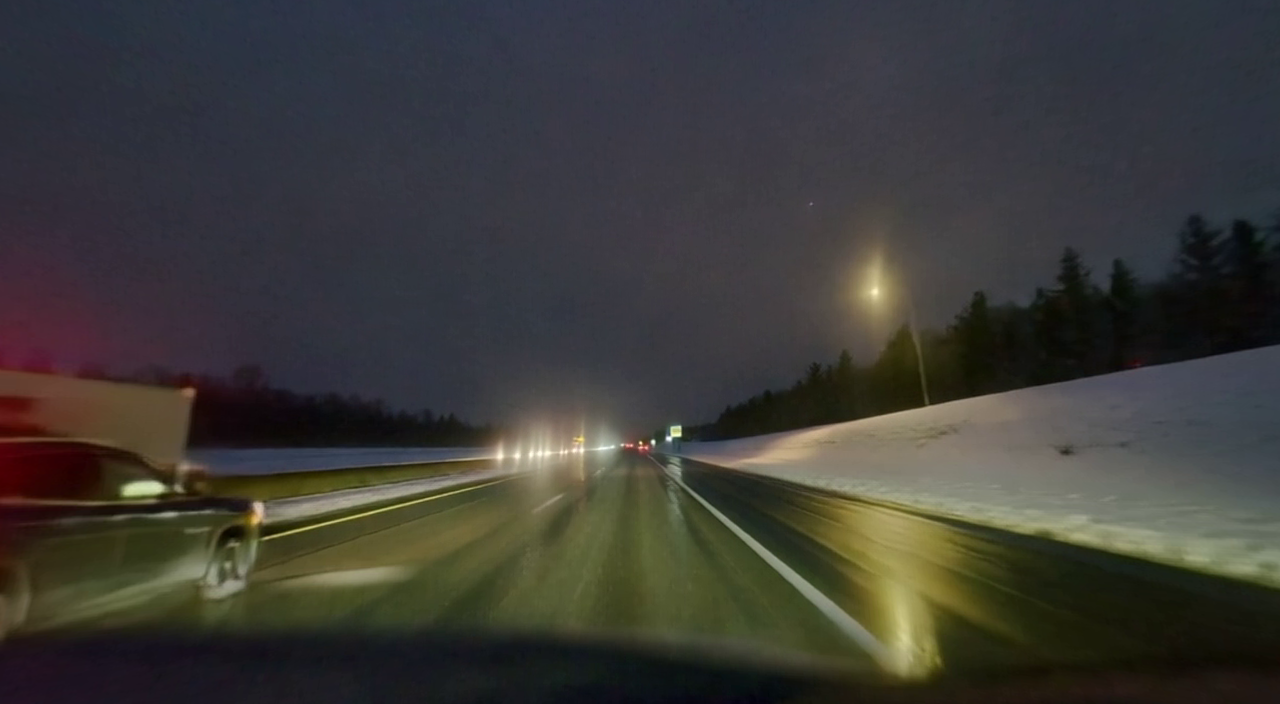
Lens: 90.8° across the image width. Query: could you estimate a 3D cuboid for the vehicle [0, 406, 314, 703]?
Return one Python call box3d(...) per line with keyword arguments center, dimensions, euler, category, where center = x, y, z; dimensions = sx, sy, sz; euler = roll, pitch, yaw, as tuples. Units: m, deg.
box3d(center=(-3.965, 1.098, 3.243), dimensions=(2.118, 1.562, 4.541), euler=(0, -9, 0), category="vehicle")
